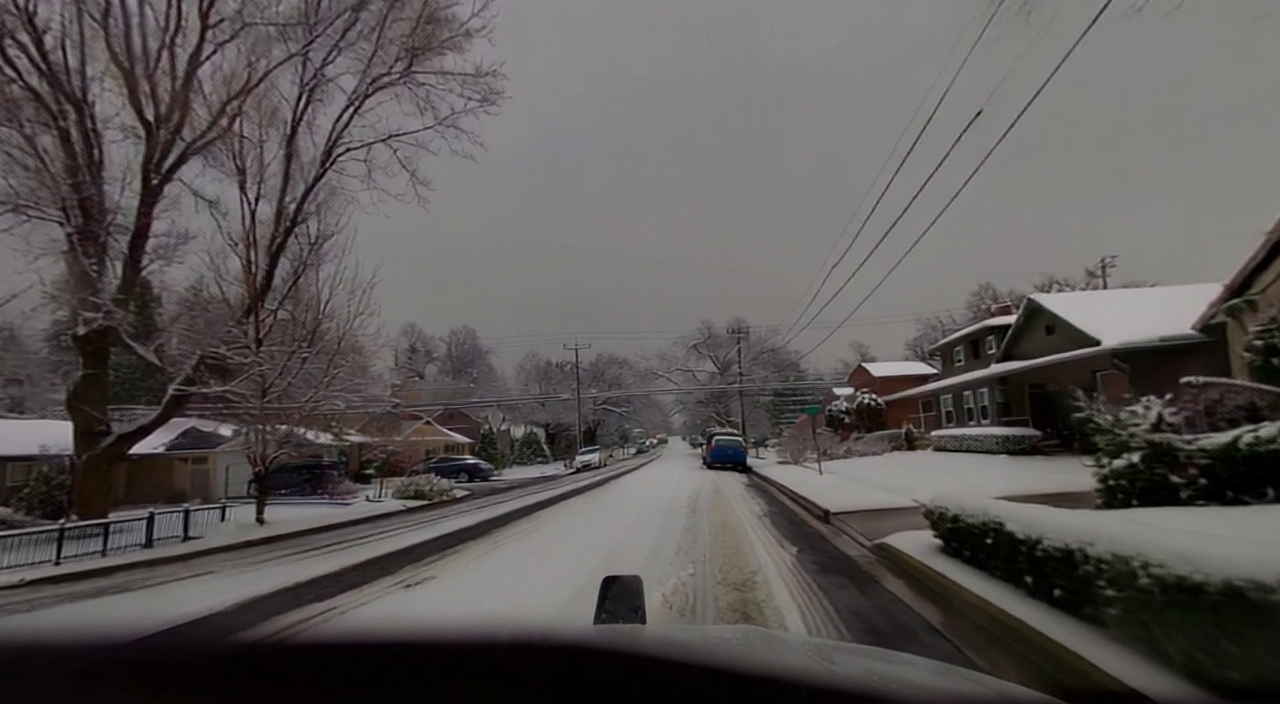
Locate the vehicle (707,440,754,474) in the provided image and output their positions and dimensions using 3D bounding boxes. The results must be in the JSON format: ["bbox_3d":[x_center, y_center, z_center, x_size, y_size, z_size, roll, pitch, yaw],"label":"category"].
[{"bbox_3d":[4.330,5.102,30.887,2.005,1.553,3.984,0,-9,4],"label":"vehicle"}]

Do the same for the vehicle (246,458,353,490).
[{"bbox_3d":[-17.258,6.200,32.122,4.404,1.495,1.844,-1,-9,7],"label":"vehicle"}]

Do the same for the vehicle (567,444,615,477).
[{"bbox_3d":[-3.159,7.107,41.599,2.208,1.834,4.675,-5,-9,5],"label":"vehicle"}]
